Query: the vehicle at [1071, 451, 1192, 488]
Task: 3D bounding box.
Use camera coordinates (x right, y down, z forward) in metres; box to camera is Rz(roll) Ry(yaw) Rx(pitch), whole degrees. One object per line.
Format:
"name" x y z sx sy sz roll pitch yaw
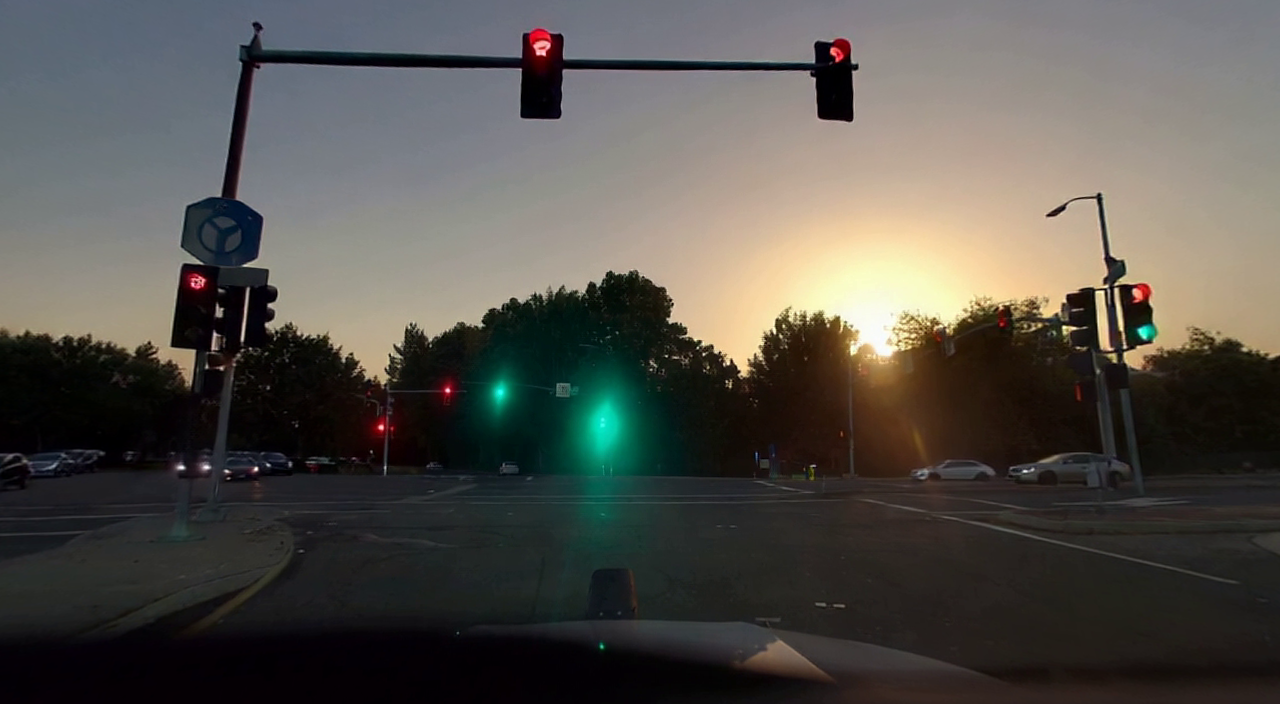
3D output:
"vehicle" 22.695 5.460 29.181 3.998 1.590 1.936 1 -11 -6

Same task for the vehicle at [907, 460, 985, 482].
"vehicle" 21.539 8.420 44.466 4.555 1.474 1.914 -8 -14 37

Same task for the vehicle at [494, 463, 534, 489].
"vehicle" -9.036 8.890 45.488 2.045 1.608 3.709 0 -8 1

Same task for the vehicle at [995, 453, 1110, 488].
"vehicle" 21.185 6.104 32.486 4.455 1.647 2.124 1 -11 -6
